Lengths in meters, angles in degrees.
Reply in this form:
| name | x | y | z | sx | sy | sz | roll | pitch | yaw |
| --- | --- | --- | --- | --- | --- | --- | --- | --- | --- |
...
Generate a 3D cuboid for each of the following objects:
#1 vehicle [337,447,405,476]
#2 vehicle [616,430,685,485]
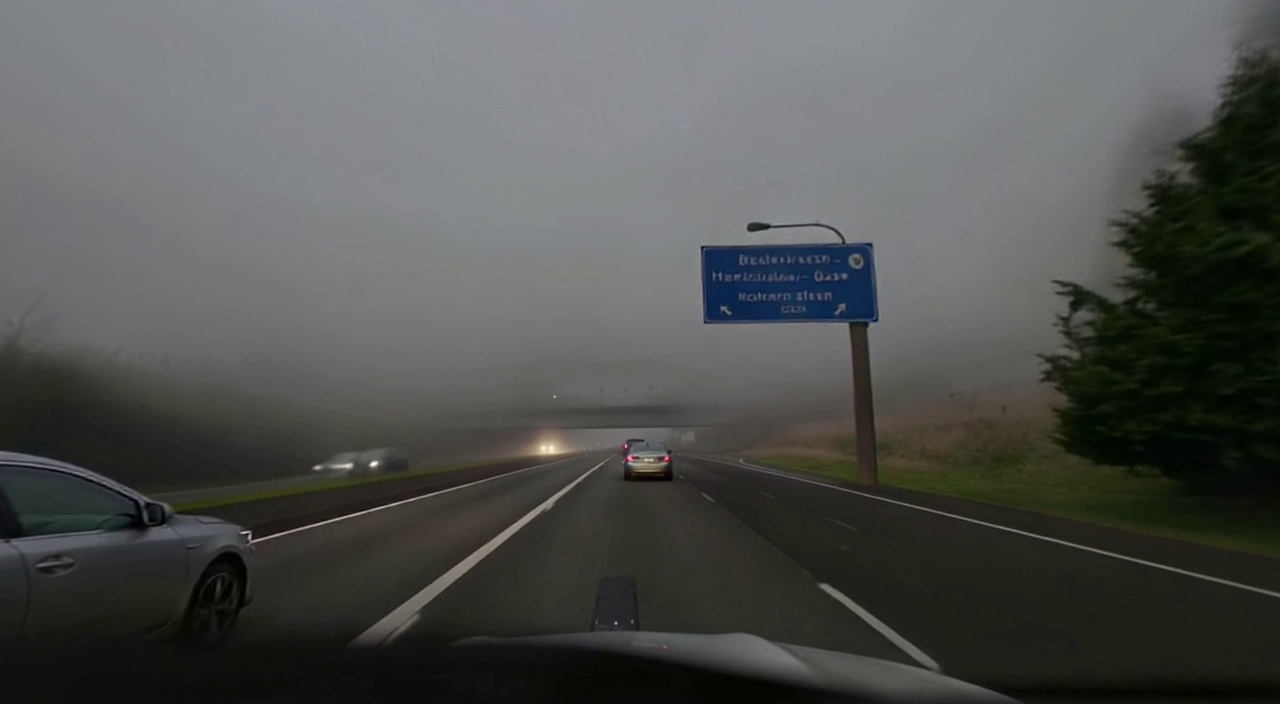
| name | x | y | z | sx | sy | sz | roll | pitch | yaw |
| --- | --- | --- | --- | --- | --- | --- | --- | --- | --- |
| vehicle | -15.225 | 6.204 | 35.884 | 1.876 | 1.450 | 4.551 | -1 | -8 | 0 |
| vehicle | 0.236 | 3.519 | 21.358 | 2.092 | 1.636 | 4.024 | 0 | -8 | -2 |
